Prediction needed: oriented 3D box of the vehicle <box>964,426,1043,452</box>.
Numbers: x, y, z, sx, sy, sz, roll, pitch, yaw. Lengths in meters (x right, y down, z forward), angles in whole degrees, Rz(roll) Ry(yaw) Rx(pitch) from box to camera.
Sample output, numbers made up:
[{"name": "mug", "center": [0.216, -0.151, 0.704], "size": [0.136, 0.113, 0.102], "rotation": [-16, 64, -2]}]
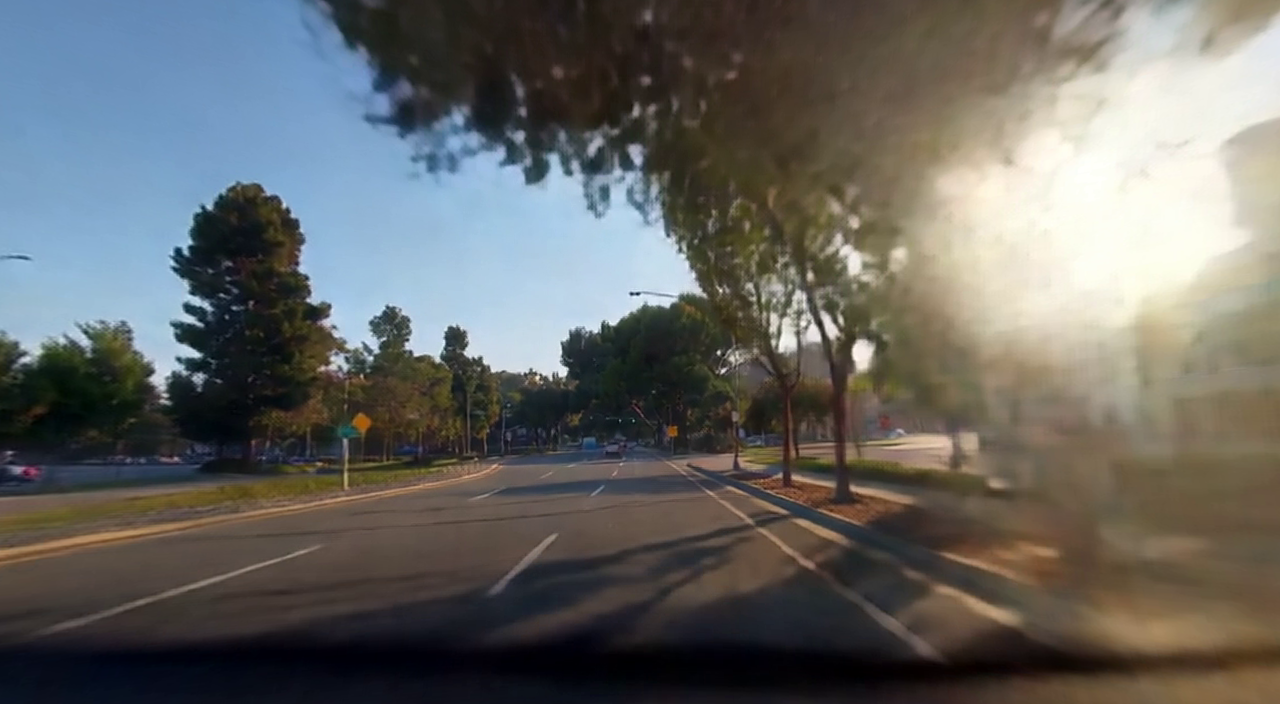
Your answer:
[{"name": "vehicle", "center": [25.854, 6.207, 44.947], "size": [4.384, 1.682, 1.866], "rotation": [-2, -9, 2]}]
